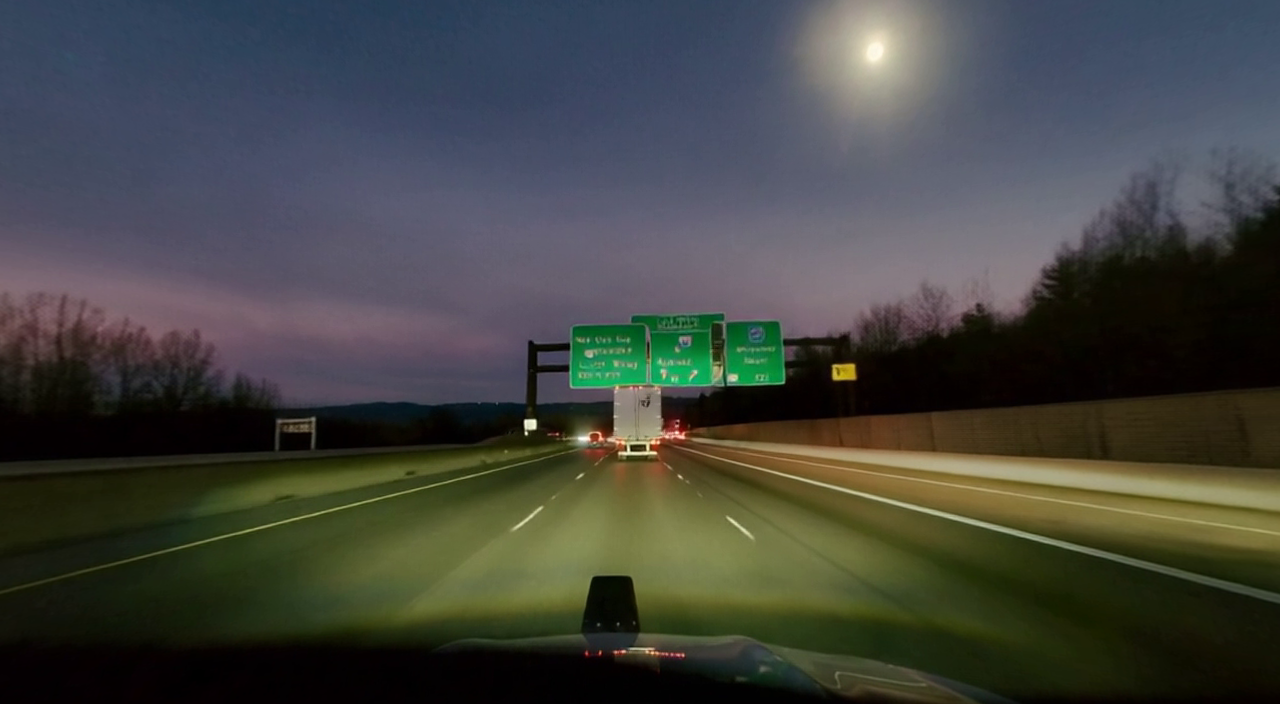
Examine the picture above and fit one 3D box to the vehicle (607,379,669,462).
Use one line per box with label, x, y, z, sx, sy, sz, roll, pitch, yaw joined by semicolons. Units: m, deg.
vehicle;-0.179;4.358;38.286;2.965;3.972;16.689;0;-8;-1
